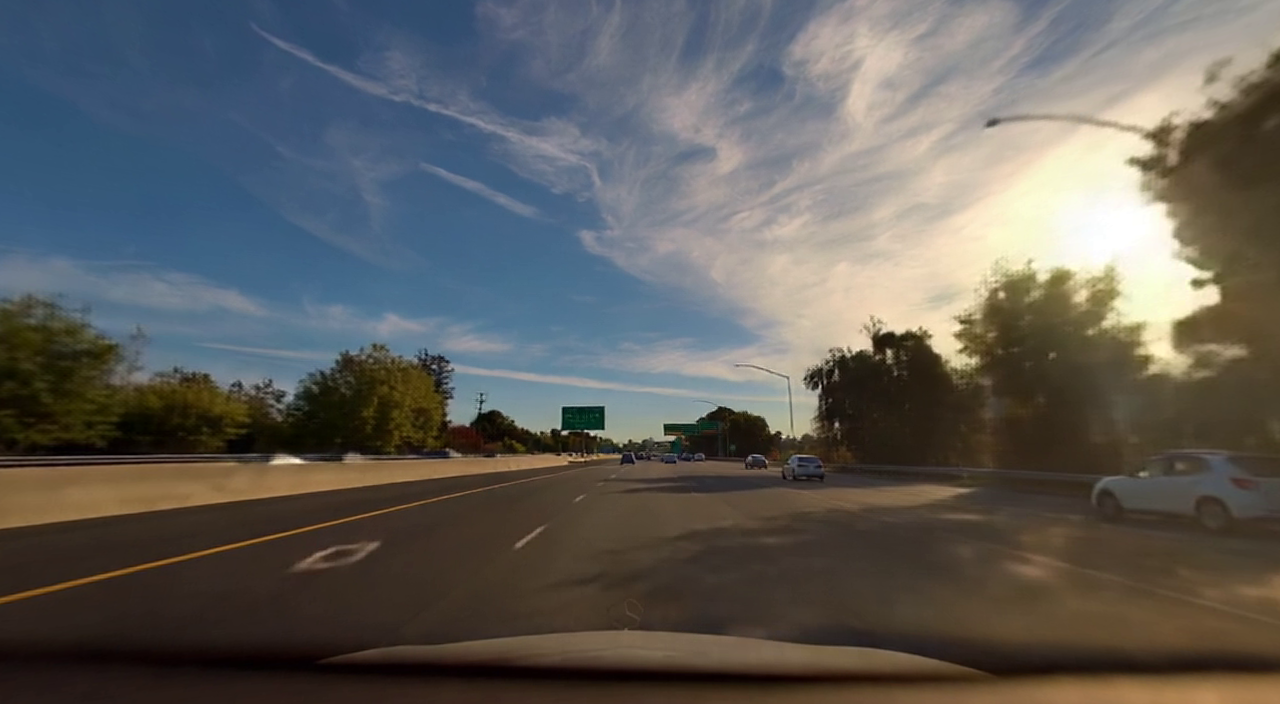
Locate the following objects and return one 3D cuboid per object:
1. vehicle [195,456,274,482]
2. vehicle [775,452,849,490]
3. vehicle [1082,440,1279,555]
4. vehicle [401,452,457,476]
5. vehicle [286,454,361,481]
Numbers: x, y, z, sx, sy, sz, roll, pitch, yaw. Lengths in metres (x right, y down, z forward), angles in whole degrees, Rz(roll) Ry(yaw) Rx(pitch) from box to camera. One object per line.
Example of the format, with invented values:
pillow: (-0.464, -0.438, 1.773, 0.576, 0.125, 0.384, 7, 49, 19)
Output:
vehicle: (-25.170, 7.246, 39.444, 1.947, 1.473, 4.494, 0, -9, 0)
vehicle: (7.553, 5.263, 28.275, 1.861, 1.500, 4.860, 0, -9, -1)
vehicle: (10.354, 2.401, 10.994, 2.090, 1.643, 4.513, 0, -9, 1)
vehicle: (-15.022, 7.941, 45.204, 2.188, 1.607, 4.820, 0, -9, 2)
vehicle: (-18.511, 6.754, 37.215, 1.932, 1.481, 4.700, 0, -9, 1)
